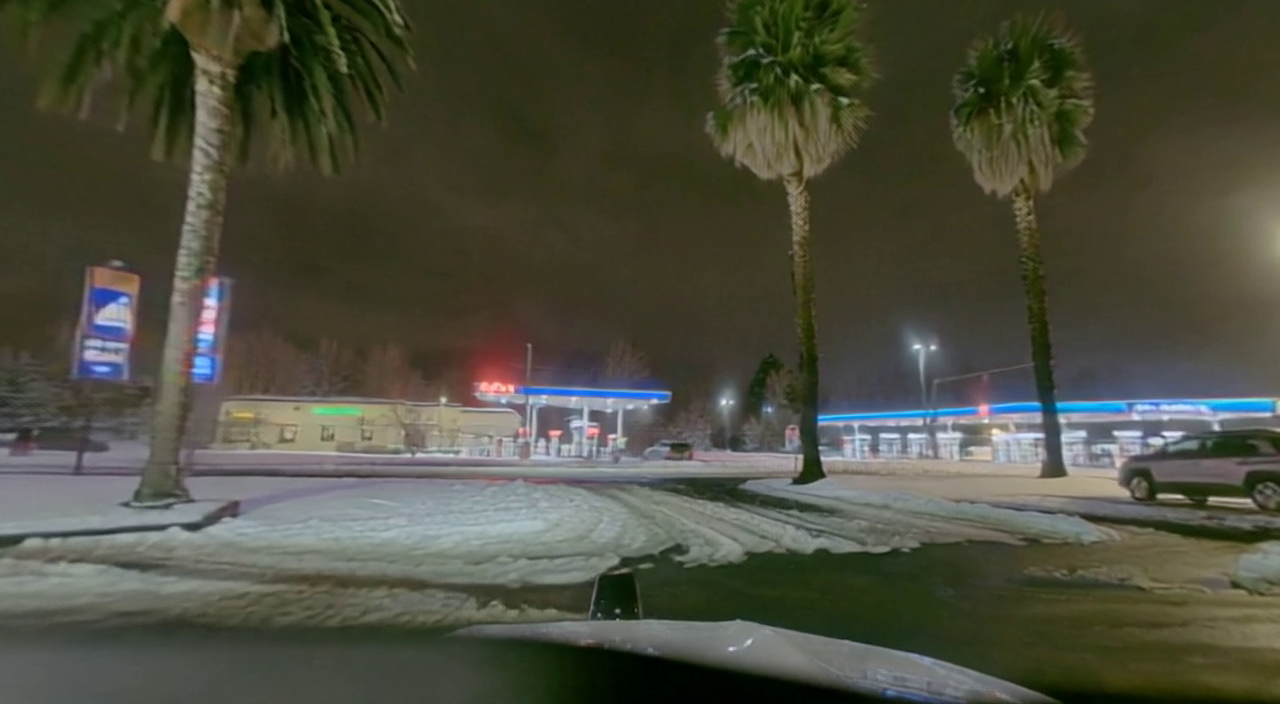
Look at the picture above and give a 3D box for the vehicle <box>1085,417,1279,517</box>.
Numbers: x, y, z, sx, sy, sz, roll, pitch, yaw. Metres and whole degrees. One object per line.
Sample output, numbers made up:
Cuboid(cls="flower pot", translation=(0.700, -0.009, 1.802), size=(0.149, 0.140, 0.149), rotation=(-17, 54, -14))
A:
Cuboid(cls="vehicle", translation=(12.553, 2.382, 13.384), size=(2.028, 1.850, 4.731), rotation=(3, -9, -16))
